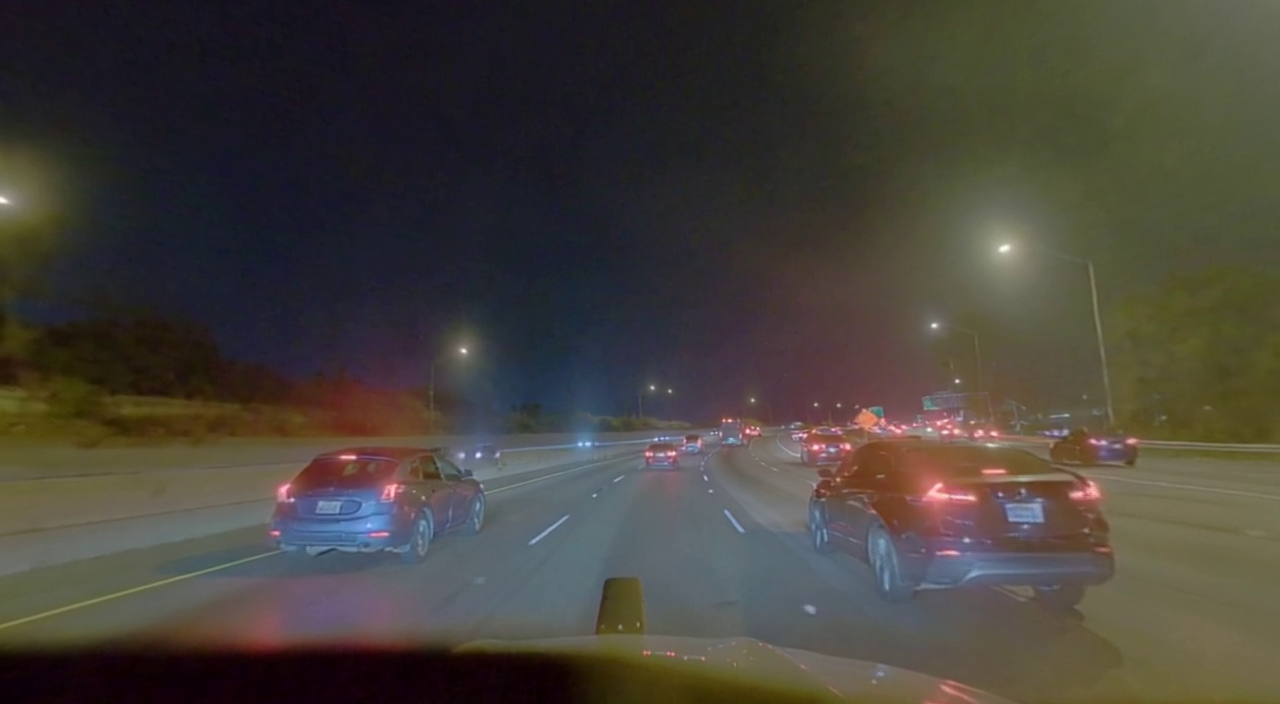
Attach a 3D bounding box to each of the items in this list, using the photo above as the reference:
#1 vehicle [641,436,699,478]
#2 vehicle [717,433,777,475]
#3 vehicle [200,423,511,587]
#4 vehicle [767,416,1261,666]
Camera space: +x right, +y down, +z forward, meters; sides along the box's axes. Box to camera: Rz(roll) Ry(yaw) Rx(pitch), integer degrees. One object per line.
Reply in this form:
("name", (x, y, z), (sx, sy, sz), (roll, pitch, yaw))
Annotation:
("vehicle", (1.277, 4.355, 26.264), (2.201, 1.614, 3.803), (-1, -9, 4))
("vehicle", (4.563, 4.416, 27.424), (2.076, 1.684, 4.241), (-1, -9, 3))
("vehicle", (-3.205, 1.816, 8.354), (1.937, 1.558, 4.469), (0, -9, 2))
("vehicle", (2.716, 1.493, 6.132), (2.009, 1.489, 4.559), (0, -9, 0))
